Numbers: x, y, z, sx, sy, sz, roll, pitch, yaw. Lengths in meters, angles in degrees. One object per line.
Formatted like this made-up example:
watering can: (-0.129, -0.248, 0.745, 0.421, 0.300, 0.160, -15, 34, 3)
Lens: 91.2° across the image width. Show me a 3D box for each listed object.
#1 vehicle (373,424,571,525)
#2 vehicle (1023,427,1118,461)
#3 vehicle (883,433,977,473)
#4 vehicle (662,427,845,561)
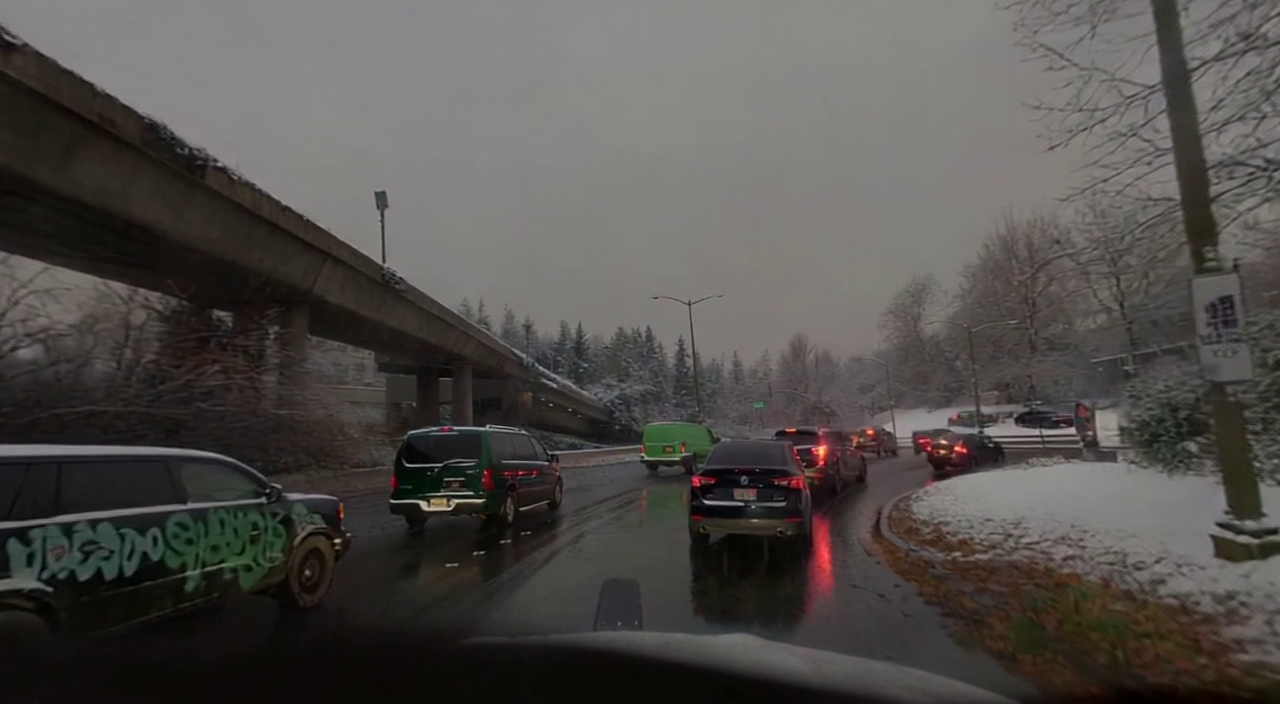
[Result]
vehicle: (-2.944, 2.269, 12.057, 1.921, 1.554, 4.081, -3, -9, 13)
vehicle: (19.959, 4.275, 29.055, 3.934, 1.485, 1.763, 4, -10, -25)
vehicle: (11.481, 3.977, 24.708, 3.902, 1.446, 1.780, 7, -12, -40)
vehicle: (1.882, 1.966, 9.358, 2.064, 1.515, 3.722, -4, -9, 19)
